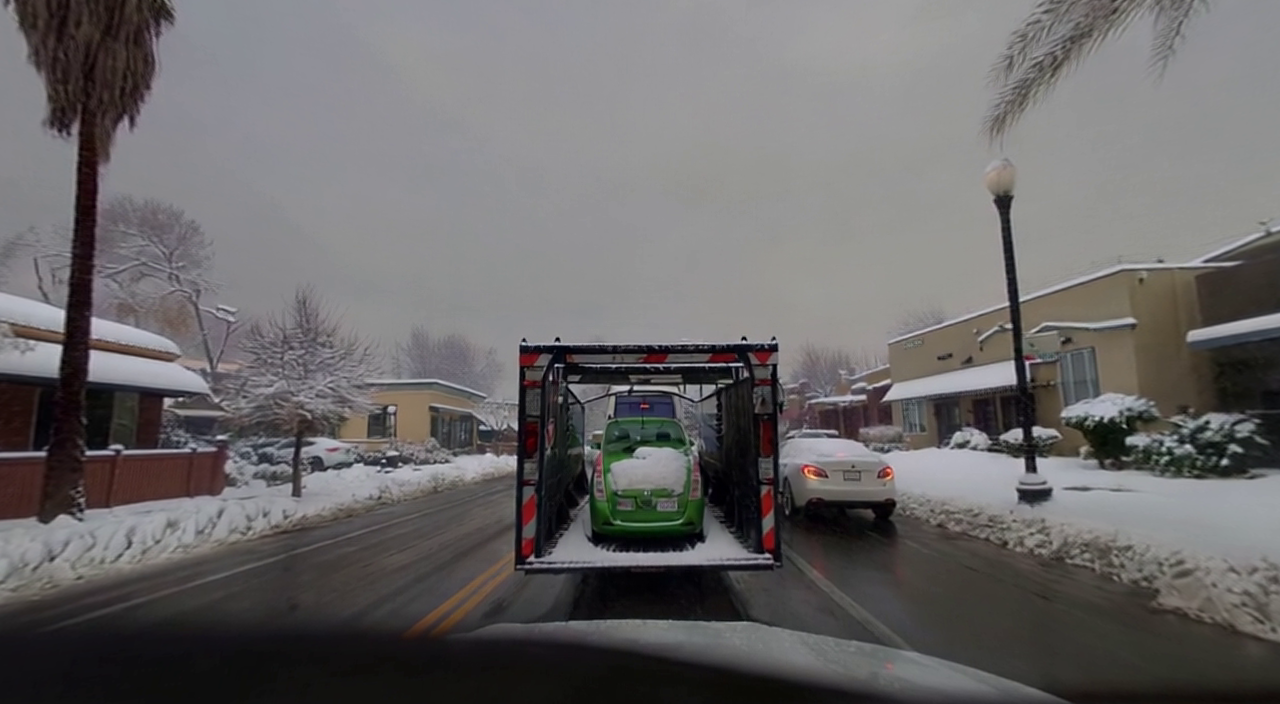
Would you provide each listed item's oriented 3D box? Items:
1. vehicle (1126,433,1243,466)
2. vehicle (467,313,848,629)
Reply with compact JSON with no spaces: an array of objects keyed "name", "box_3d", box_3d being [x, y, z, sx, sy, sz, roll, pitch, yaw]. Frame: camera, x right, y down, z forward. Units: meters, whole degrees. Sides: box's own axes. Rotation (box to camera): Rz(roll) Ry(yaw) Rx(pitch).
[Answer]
[{"name":"vehicle","box_3d":[28.559,5.142,33.130,4.193,1.633,1.928,-4,-9,26]},{"name":"vehicle","box_3d":[0.102,1.315,7.877,2.728,2.305,6.506,0,-8,0]}]
